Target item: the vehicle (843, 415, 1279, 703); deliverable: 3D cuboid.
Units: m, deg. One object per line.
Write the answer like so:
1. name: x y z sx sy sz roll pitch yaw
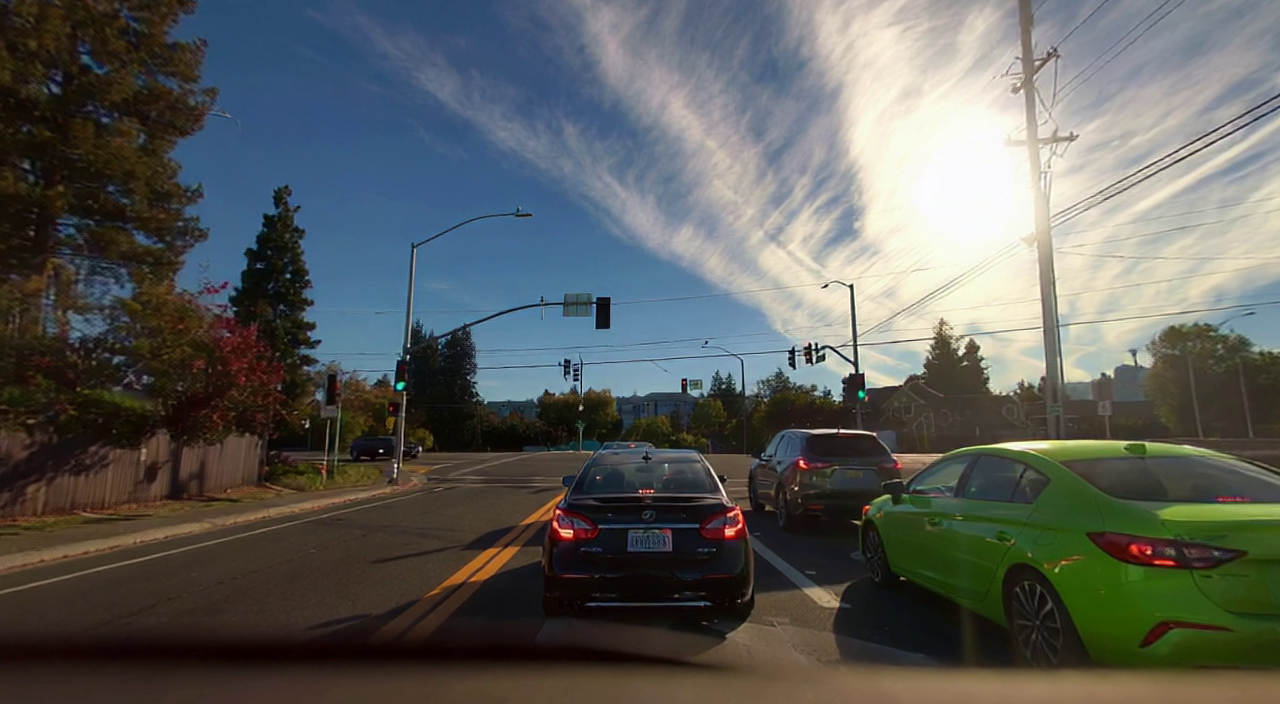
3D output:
1. vehicle: 3.090 1.238 4.152 2.027 1.432 4.431 0 -8 0

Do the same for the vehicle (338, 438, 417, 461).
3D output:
1. vehicle: -17.242 6.413 41.468 4.406 1.458 1.892 -1 -8 7

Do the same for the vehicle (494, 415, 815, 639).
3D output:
1. vehicle: 0.067 1.504 6.519 2.170 1.497 4.369 0 -8 -1
